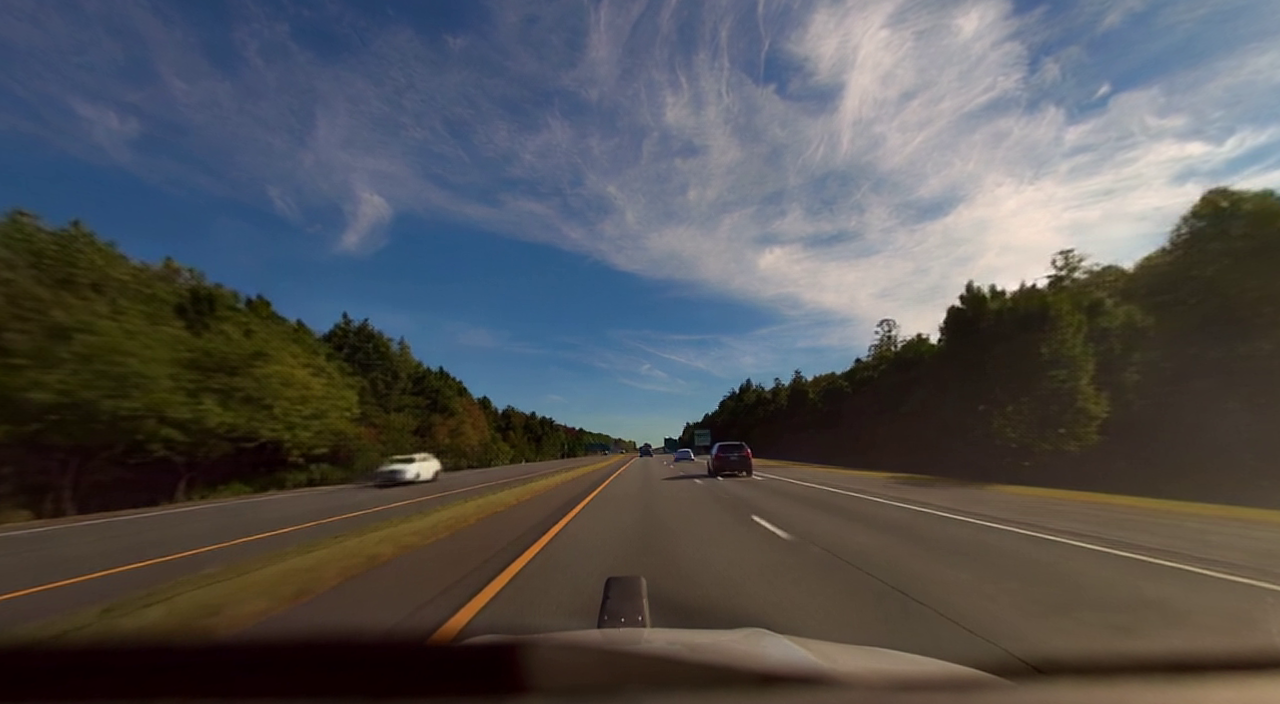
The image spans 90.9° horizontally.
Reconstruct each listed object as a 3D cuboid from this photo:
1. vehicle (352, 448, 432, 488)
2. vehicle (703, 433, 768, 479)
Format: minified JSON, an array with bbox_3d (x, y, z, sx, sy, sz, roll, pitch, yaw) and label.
[{"bbox_3d":[-12.897,6.029,33.155,2.093,1.934,5.161,0,-9,0],"label":"vehicle"},{"bbox_3d":[4.456,4.944,30.189,2.189,2.007,4.872,0,-9,-1],"label":"vehicle"}]
